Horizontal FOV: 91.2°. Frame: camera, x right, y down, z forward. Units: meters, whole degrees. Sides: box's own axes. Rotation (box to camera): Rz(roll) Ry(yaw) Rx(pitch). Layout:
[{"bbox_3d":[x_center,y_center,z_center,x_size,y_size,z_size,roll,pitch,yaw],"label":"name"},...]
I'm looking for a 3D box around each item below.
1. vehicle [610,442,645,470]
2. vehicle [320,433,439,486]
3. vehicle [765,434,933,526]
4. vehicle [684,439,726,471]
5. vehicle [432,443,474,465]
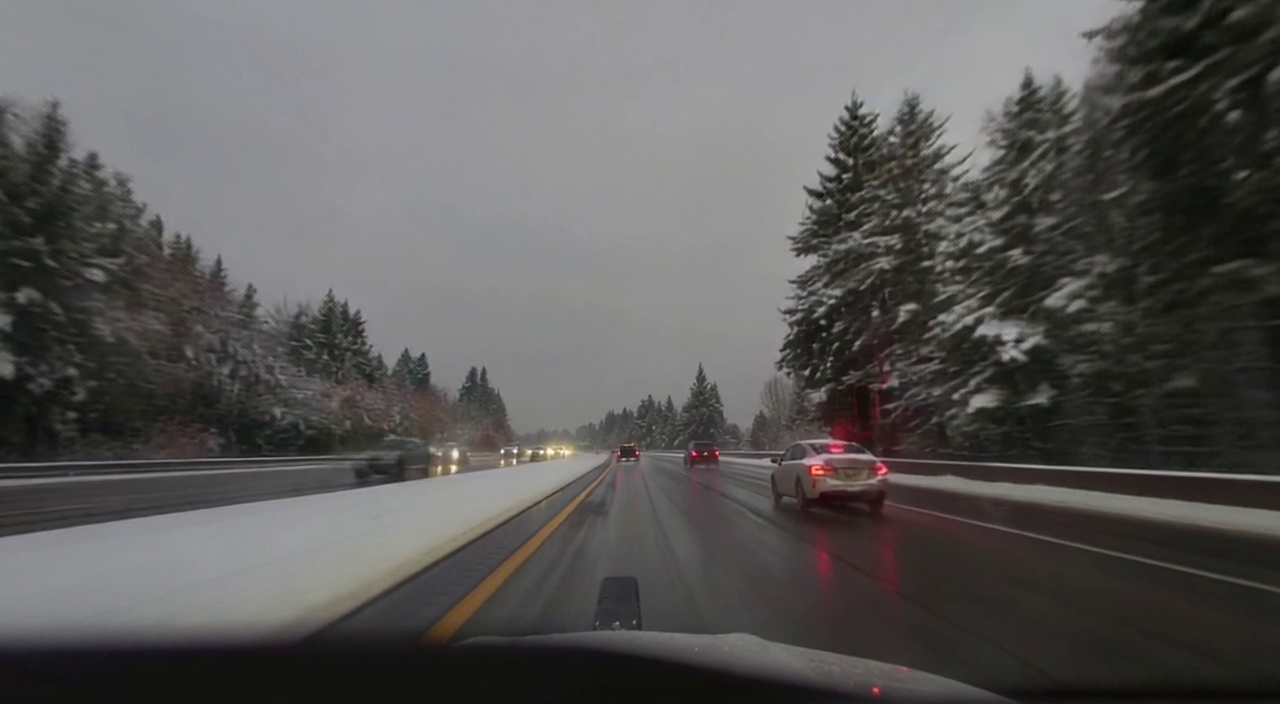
[{"bbox_3d":[-0.808,6.694,40.473,2.151,1.693,4.201,0,-9,-1],"label":"vehicle"},{"bbox_3d":[-8.292,3.455,20.466,1.918,1.511,4.549,0,-9,0],"label":"vehicle"},{"bbox_3d":[3.921,2.457,12.565,1.968,1.513,3.911,0,-9,0],"label":"vehicle"},{"bbox_3d":[3.786,6.058,37.130,1.982,1.745,4.151,0,-9,-1],"label":"vehicle"},{"bbox_3d":[-13.488,7.348,45.412,1.874,1.498,3.922,0,-9,-1],"label":"vehicle"}]
